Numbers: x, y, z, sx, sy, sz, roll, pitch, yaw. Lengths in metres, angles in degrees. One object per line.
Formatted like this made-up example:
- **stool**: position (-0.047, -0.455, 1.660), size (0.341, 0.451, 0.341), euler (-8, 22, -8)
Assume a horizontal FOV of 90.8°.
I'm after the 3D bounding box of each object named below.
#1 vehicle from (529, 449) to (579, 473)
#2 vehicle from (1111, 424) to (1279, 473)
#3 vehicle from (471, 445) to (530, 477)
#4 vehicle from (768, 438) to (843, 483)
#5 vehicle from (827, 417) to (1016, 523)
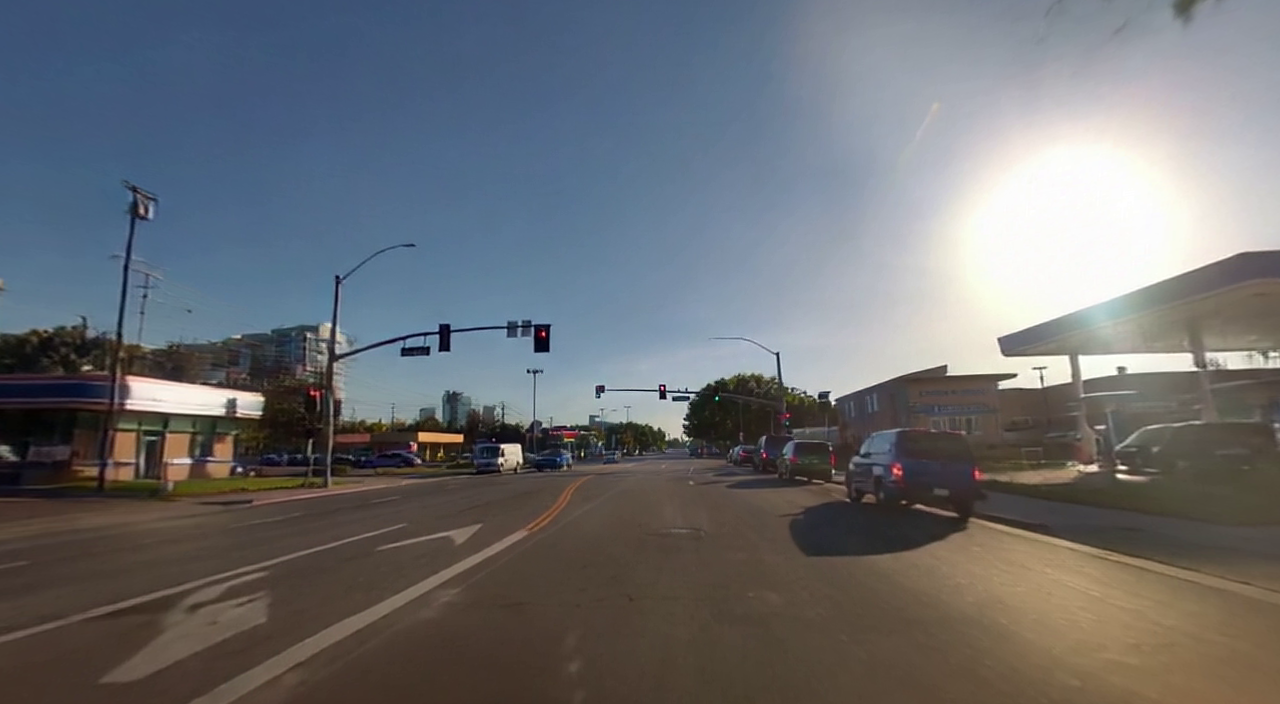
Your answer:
- **vehicle**: position (-5.901, 7.554, 44.030), size (2.007, 1.606, 4.764), euler (-2, -9, 11)
- **vehicle**: position (18.922, 3.234, 21.185), size (4.421, 1.548, 2.061), euler (-1, -9, 6)
- **vehicle**: position (-9.420, 7.384, 43.141), size (2.214, 1.994, 5.721), euler (-1, -9, 5)
- **vehicle**: position (6.812, 4.526, 26.667), size (1.995, 1.720, 5.067), euler (0, -9, 2)
- **vehicle**: position (5.832, 2.513, 13.990), size (2.194, 1.896, 5.049), euler (-1, -9, 5)
